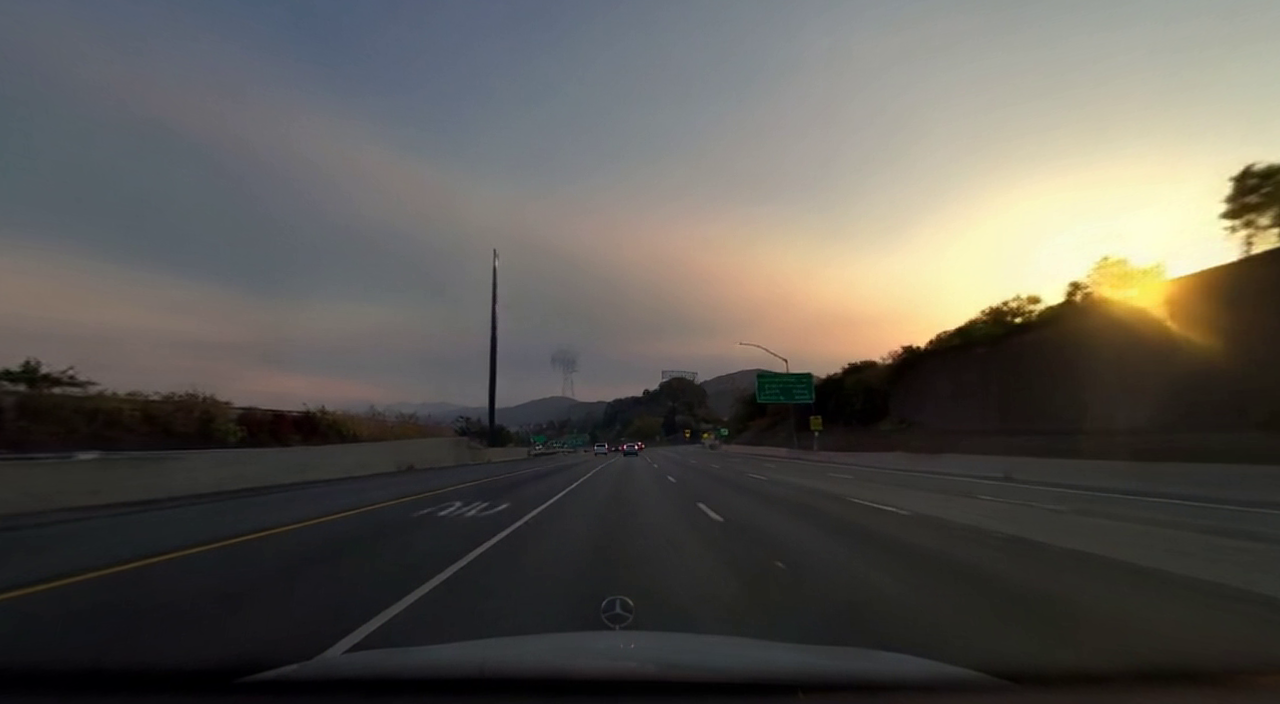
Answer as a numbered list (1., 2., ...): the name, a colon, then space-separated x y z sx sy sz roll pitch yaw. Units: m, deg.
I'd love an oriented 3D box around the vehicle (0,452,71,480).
1. vehicle: -38.744 7.077 39.447 1.879 1.552 4.889 0 -8 0
